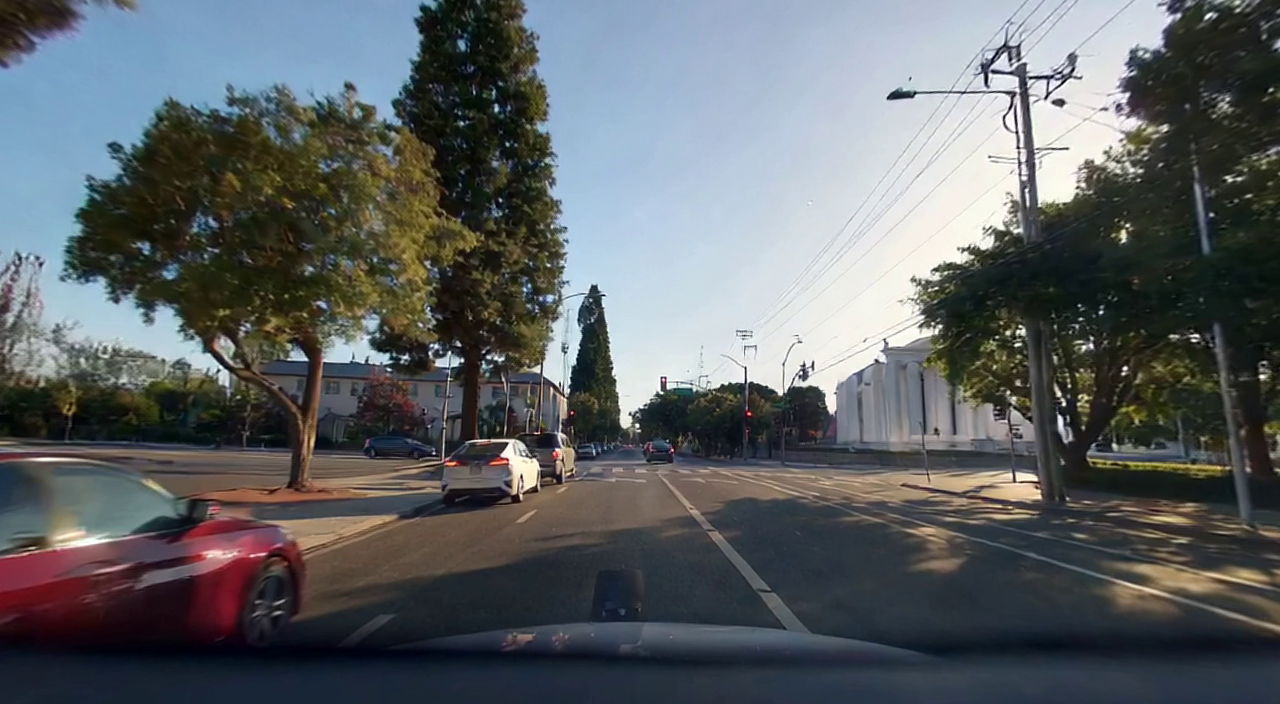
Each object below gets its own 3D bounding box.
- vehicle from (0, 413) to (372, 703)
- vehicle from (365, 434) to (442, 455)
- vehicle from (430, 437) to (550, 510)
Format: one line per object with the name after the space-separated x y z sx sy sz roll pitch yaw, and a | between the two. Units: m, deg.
-3.252 1.011 2.474 2.089 1.501 5.294 0 -9 0 | vehicle
-16.807 6.601 45.066 4.718 1.497 2.032 0 -9 0 | vehicle
-3.511 2.936 15.774 1.855 1.534 4.644 0 -9 0 | vehicle
